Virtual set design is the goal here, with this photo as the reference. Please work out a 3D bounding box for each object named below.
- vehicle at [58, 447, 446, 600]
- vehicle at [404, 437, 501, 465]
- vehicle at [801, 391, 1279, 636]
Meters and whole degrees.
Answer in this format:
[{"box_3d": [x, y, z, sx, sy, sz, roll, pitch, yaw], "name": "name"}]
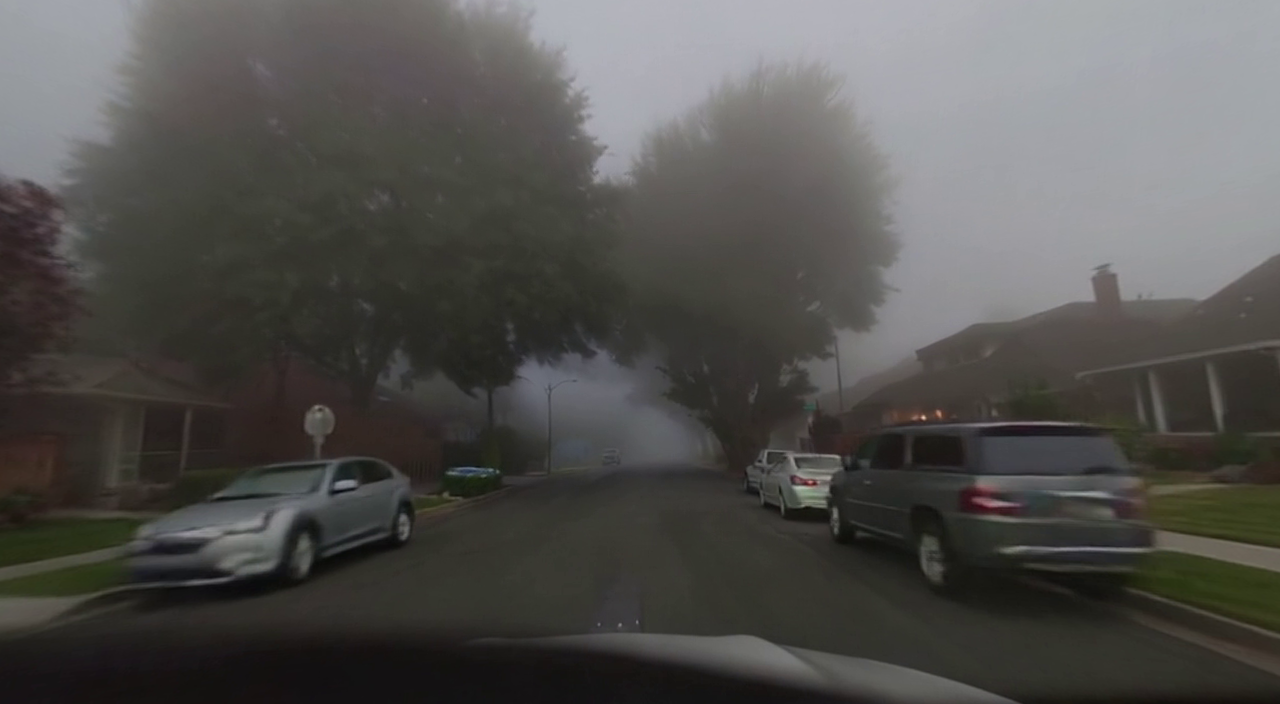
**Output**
[{"box_3d": [-4.426, 2.038, 8.327, 2.234, 1.377, 4.413, -2, -10, 1], "name": "vehicle"}, {"box_3d": [-12.797, 6.827, 43.463, 5.863, 1.773, 2.451, 0, -10, -3], "name": "vehicle"}, {"box_3d": [3.939, 1.707, 7.914, 2.350, 1.912, 5.696, 0, -9, 0], "name": "vehicle"}]
